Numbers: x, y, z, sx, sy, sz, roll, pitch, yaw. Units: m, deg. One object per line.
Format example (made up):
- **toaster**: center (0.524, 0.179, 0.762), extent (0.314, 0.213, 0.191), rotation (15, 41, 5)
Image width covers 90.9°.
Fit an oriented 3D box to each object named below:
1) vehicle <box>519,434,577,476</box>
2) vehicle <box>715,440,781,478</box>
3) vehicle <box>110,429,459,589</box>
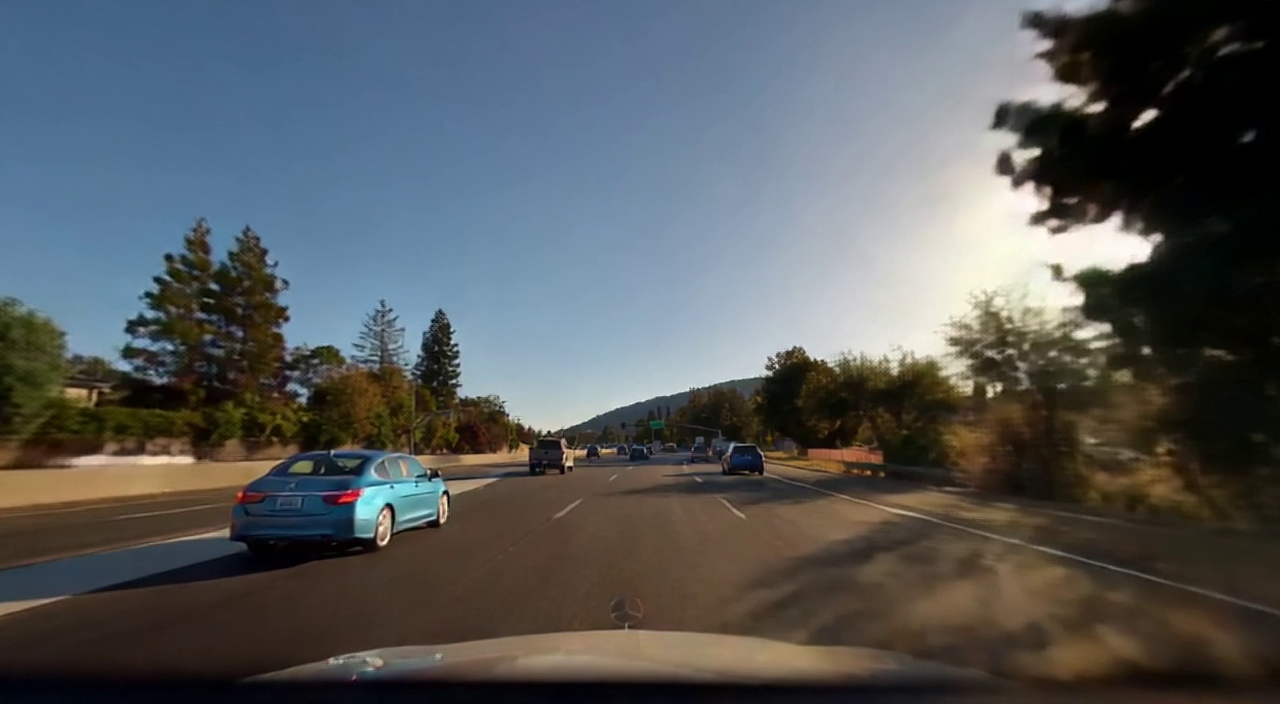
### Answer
- **vehicle**: center (-4.255, 4.852, 29.956), extent (2.122, 1.847, 4.696), rotation (0, -8, -1)
- **vehicle**: center (4.460, 4.510, 26.835), extent (2.100, 1.472, 4.533), rotation (0, -8, 1)
- **vehicle**: center (-3.979, 1.800, 8.188), extent (1.948, 1.475, 4.461), rotation (0, -8, -1)
